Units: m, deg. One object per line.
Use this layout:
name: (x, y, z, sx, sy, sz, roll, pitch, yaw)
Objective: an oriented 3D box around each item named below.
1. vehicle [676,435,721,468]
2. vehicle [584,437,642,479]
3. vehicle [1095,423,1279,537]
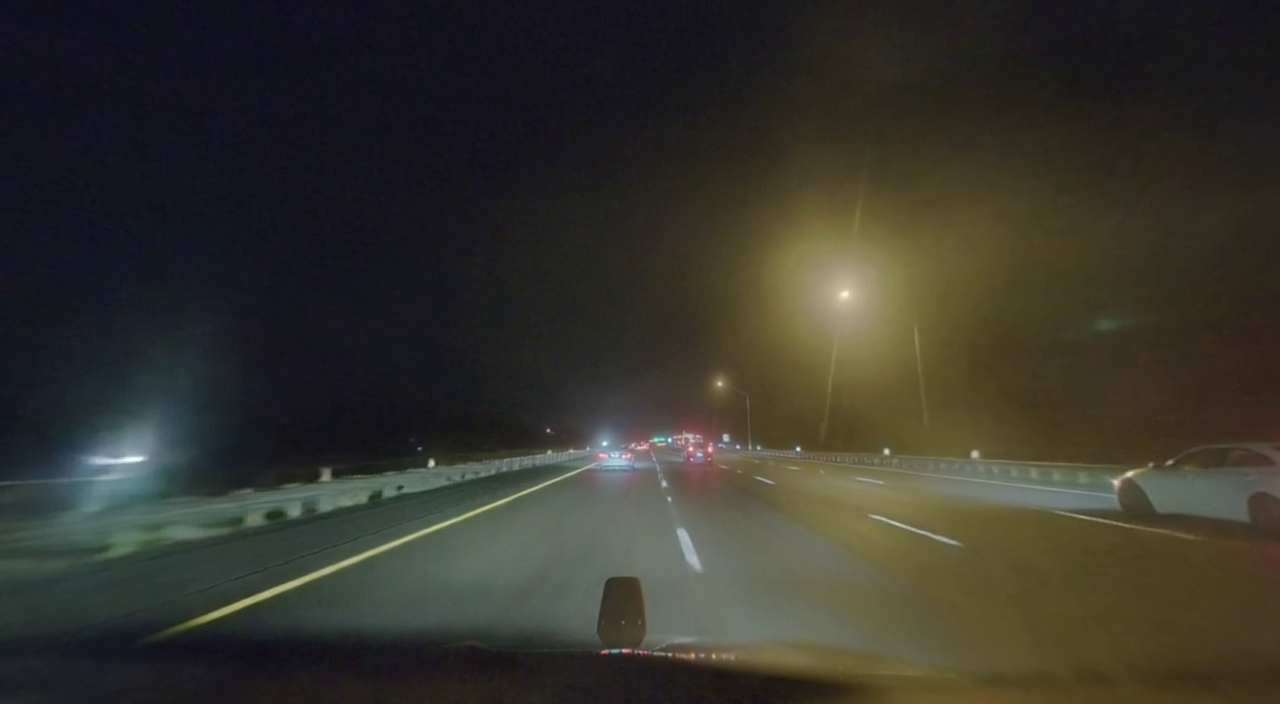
vehicle: (3.130, 5.464, 34.561, 2.063, 1.698, 4.355, 0, -8, 0)
vehicle: (-0.979, 4.234, 25.356, 2.050, 1.546, 4.344, 0, -8, 1)
vehicle: (9.461, 1.820, 9.189, 1.870, 1.493, 5.015, 0, -8, 1)
